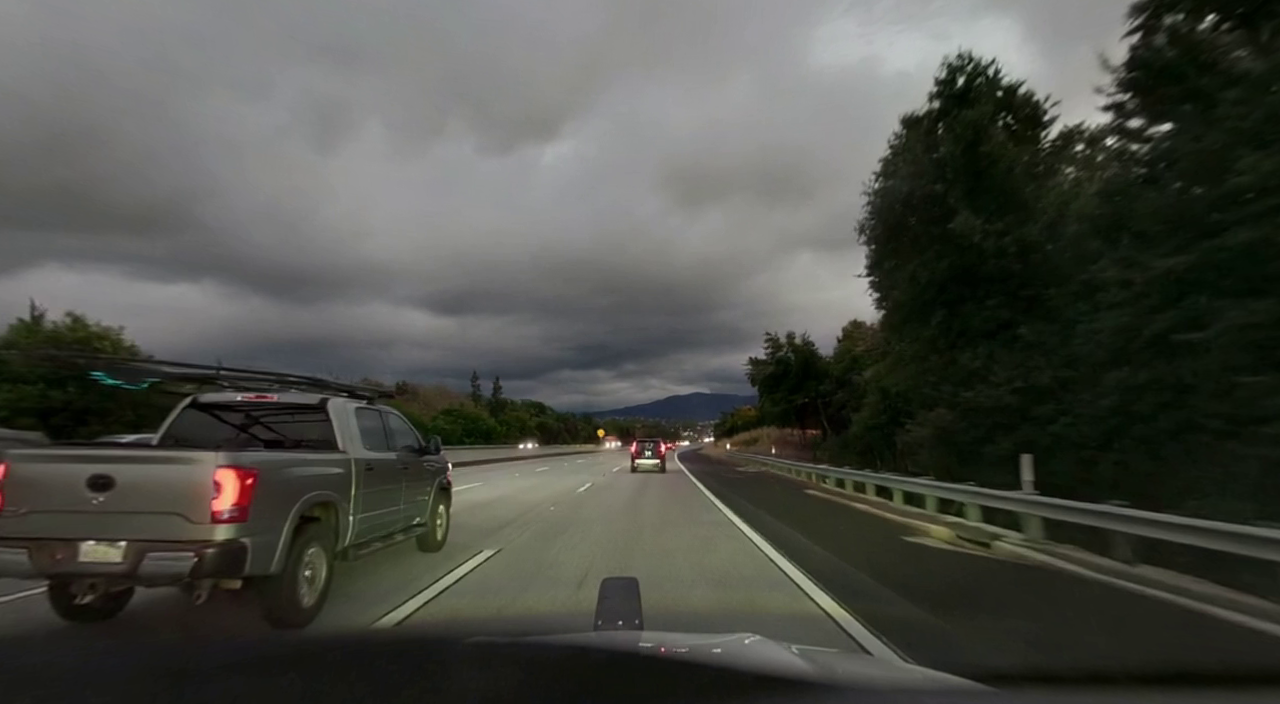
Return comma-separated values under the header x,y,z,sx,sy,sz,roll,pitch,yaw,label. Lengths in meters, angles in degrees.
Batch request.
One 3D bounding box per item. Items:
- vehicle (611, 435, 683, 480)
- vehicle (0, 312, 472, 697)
x,y,z,sx,sy,sz,roll,pitch,yaw,label
0.289,4.391,26.549,2.715,1.669,5.163,0,-9,1,vehicle
-3.327,1.109,5.681,2.250,1.947,4.860,0,-9,0,vehicle
